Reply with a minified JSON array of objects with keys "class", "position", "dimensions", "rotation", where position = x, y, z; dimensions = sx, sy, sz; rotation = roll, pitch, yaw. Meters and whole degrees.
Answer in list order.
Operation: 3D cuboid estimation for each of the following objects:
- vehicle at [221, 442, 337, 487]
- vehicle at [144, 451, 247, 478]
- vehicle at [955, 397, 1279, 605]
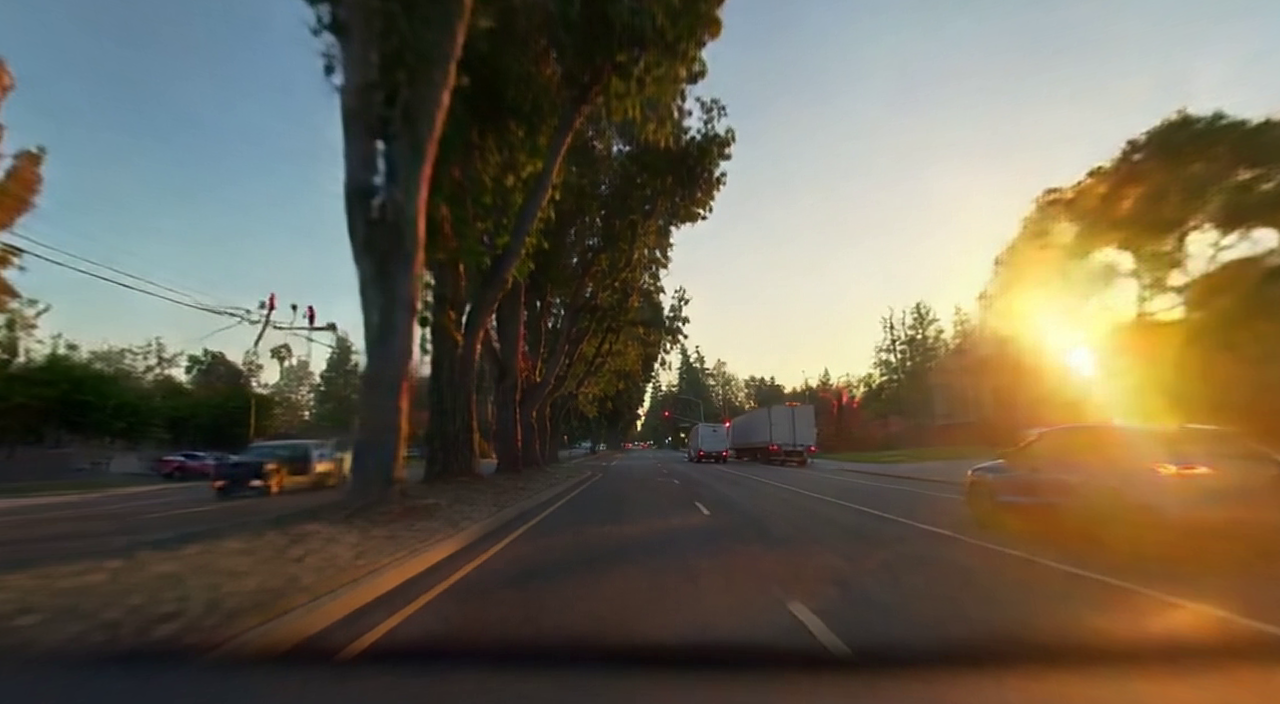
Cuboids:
[{"class":"vehicle","position":[-15.244,4.761,27.072],"dimensions":[2.063,1.718,4.905],"rotation":[0,-8,0]},{"class":"vehicle","position":[-24.992,6.336,35.621],"dimensions":[4.461,1.452,1.855],"rotation":[-1,-8,3]},{"class":"vehicle","position":[6.111,1.602,7.765],"dimensions":[2.012,1.754,4.635],"rotation":[0,-8,-1]}]
